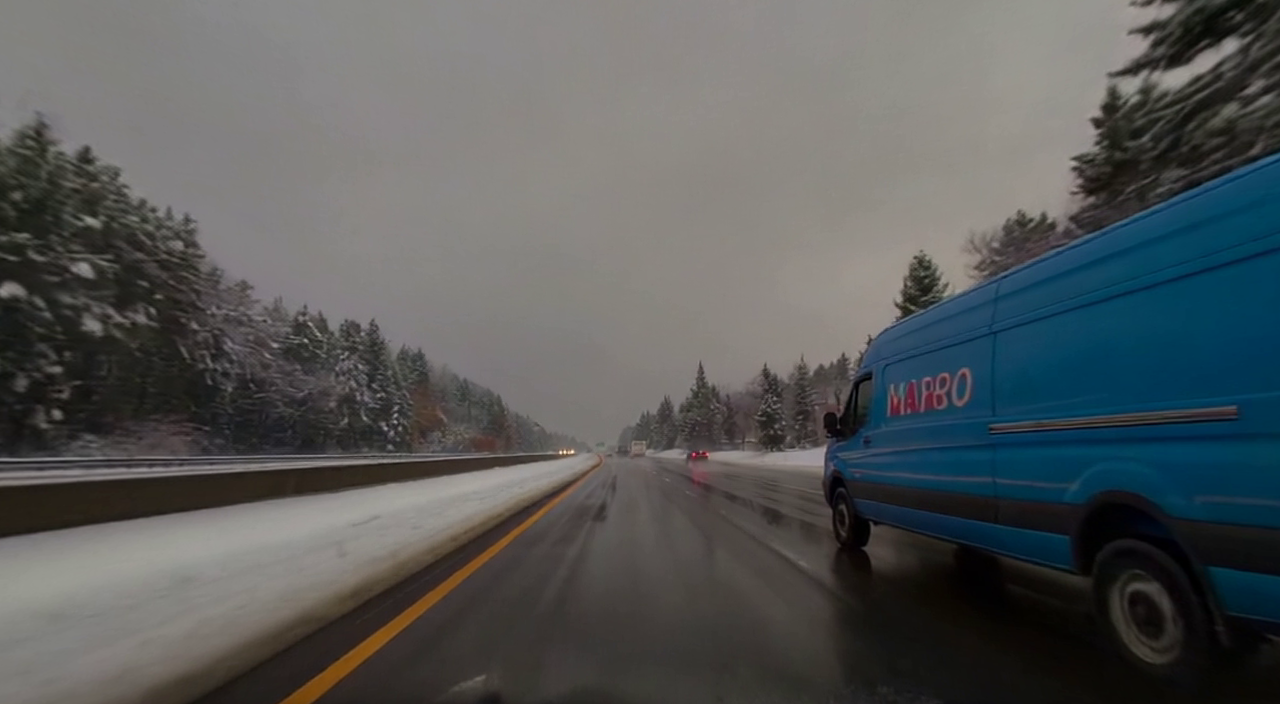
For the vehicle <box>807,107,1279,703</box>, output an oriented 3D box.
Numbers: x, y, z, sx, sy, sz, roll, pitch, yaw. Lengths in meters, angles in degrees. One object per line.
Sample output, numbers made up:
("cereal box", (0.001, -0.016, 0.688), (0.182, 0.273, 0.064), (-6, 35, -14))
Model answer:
("vehicle", (3.625, 0.782, 5.059), (2.355, 2.664, 7.367), (0, -9, -1))
